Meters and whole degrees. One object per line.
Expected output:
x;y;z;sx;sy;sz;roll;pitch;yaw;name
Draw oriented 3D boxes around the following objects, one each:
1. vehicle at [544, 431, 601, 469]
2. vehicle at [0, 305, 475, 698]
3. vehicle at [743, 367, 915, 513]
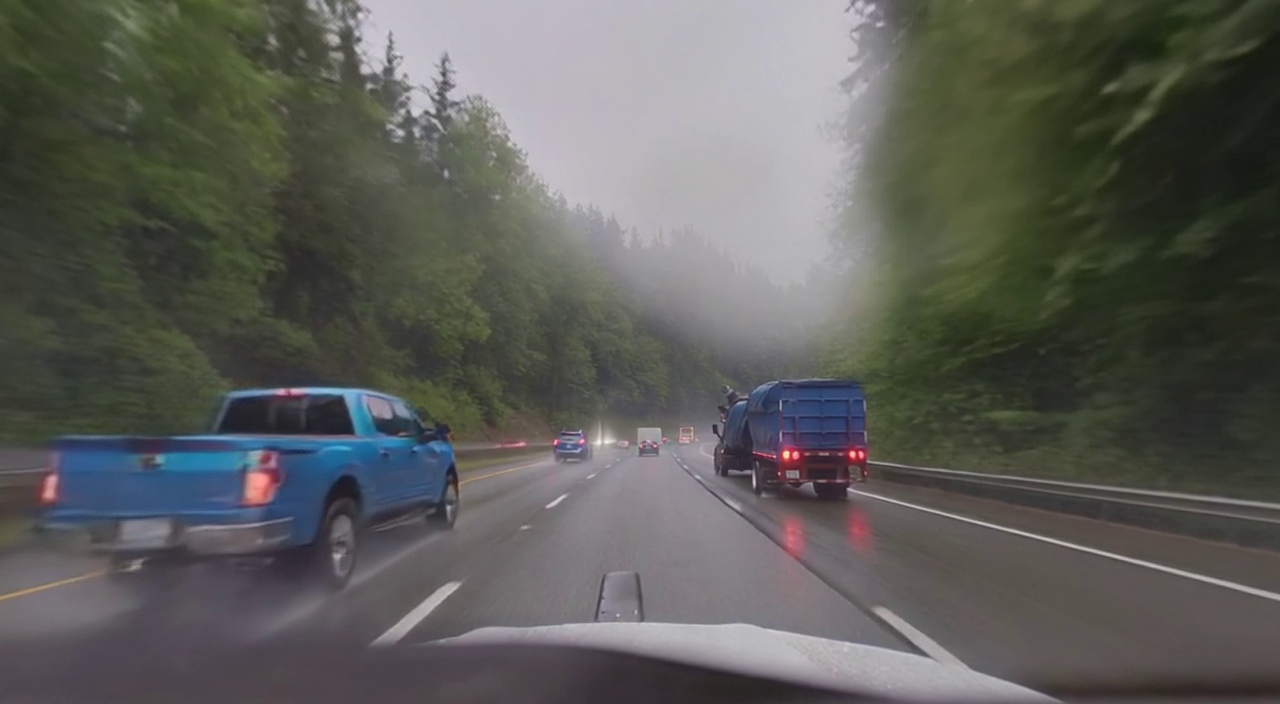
-2.988;4.408;28.729;2.008;1.588;4.147;0;-8;1;vehicle
-3.211;1.052;5.609;2.204;1.991;4.720;0;-8;0;vehicle
3.669;1.819;13.198;2.256;2.568;4.049;0;-8;-1;vehicle
